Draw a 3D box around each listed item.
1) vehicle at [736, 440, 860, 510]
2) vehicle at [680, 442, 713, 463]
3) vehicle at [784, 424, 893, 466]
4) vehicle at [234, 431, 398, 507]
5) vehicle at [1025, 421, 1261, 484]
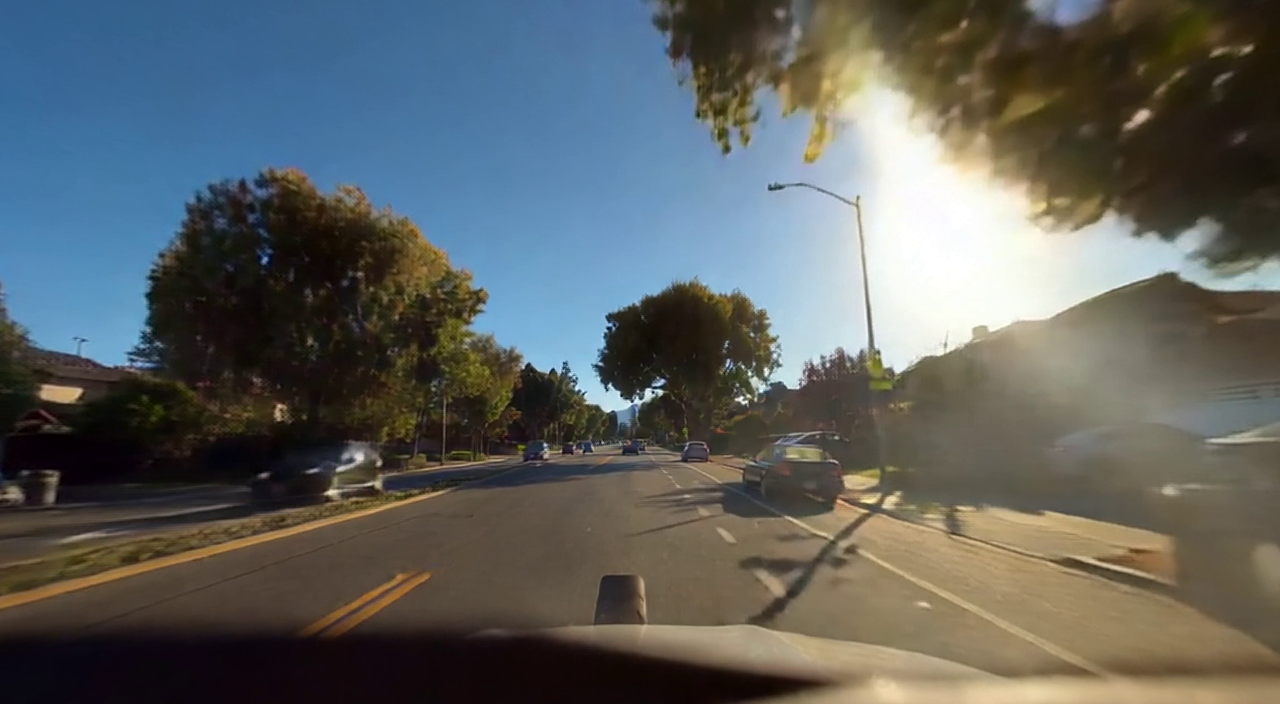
[{"bbox_3d":[3.826,3.043,16.224,1.991,1.500,4.562,0,-8,0],"label":"vehicle"},{"bbox_3d":[4.189,7.556,47.615,2.011,1.458,4.633,0,-8,-1],"label":"vehicle"},{"bbox_3d":[10.602,5.042,34.067,4.964,1.739,2.184,-5,-10,-2],"label":"vehicle"},{"bbox_3d":[-8.394,3.034,16.923,2.090,1.748,4.345,0,-8,-1],"label":"vehicle"},{"bbox_3d":[12.388,2.492,15.790,4.264,1.445,1.900,0,-8,-1],"label":"vehicle"}]
